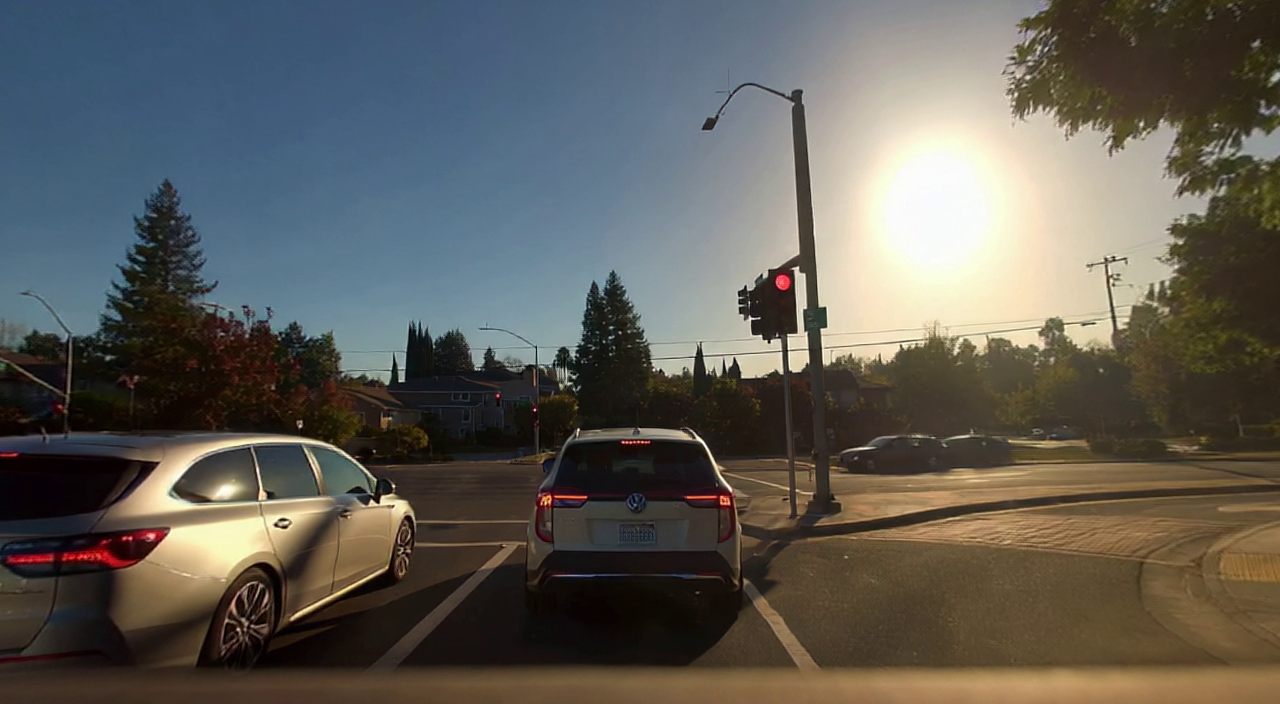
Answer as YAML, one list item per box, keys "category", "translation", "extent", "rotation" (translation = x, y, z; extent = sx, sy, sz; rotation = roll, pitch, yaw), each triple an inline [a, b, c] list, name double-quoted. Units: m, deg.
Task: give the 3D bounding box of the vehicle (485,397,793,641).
- category: "vehicle"
  translation: [-0.146, 1.472, 6.563]
  extent: [2.154, 1.670, 4.140]
  rotation: [1, -9, -4]

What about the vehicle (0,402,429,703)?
- category: "vehicle"
  translation: [-3.299, 1.273, 4.710]
  extent: [2.035, 1.492, 4.415]
  rotation: [0, -9, -2]

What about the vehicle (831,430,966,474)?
- category: "vehicle"
  translation: [10.898, 4.250, 26.981]
  extent: [4.887, 1.769, 2.035]
  rotation: [-1, -9, 6]

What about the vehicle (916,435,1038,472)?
- category: "vehicle"
  translation: [15.821, 4.786, 29.882]
  extent: [4.639, 1.621, 1.867]
  rotation: [-1, -9, 6]
